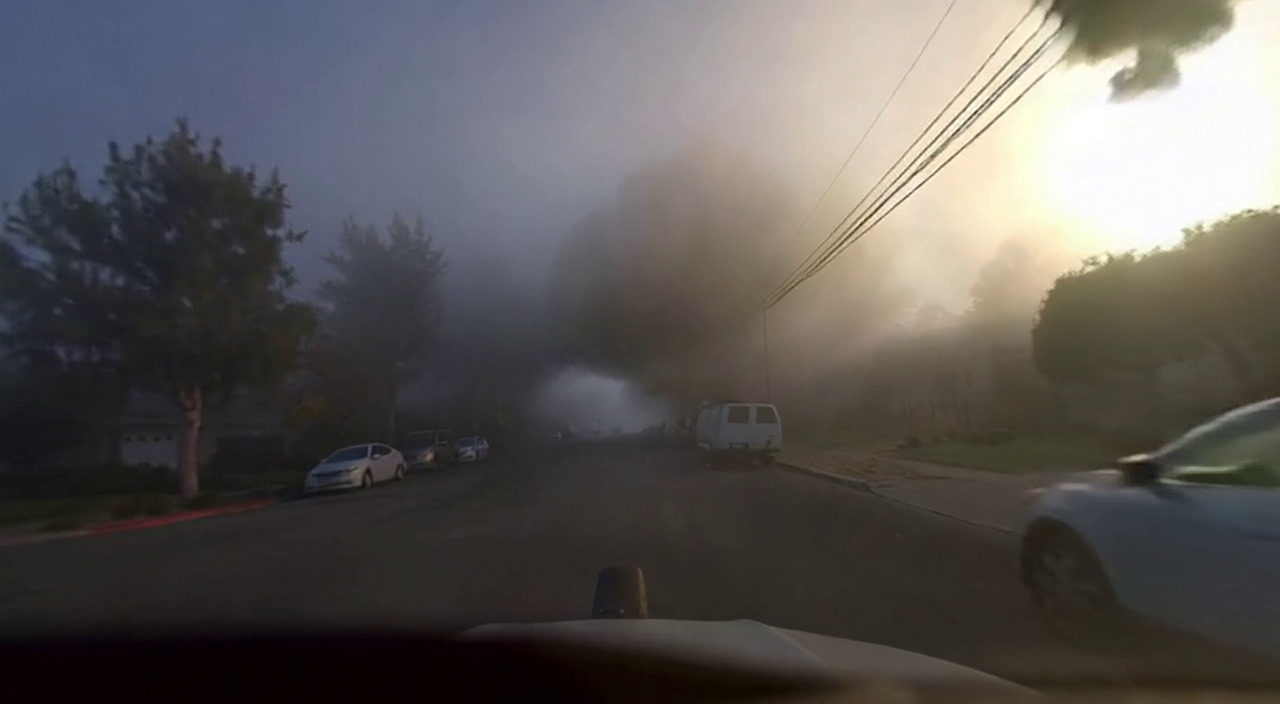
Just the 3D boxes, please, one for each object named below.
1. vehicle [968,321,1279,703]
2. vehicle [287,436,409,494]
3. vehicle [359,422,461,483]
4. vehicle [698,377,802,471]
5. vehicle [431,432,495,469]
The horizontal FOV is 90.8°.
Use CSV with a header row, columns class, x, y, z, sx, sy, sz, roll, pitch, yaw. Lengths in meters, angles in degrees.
class,x,y,z,sx,sy,sz,roll,pitch,yaw
vehicle,3.548,0.677,2.129,2.079,1.681,4.933,0,-8,-2
vehicle,-8.398,3.252,18.614,1.821,1.476,4.060,0,-8,-3
vehicle,-8.600,3.750,24.115,2.163,1.841,4.679,-6,-7,-2
vehicle,3.060,2.146,18.493,2.233,2.453,3.787,0,-8,-1
vehicle,-8.399,4.655,30.261,1.839,1.384,4.124,-7,-7,-2
